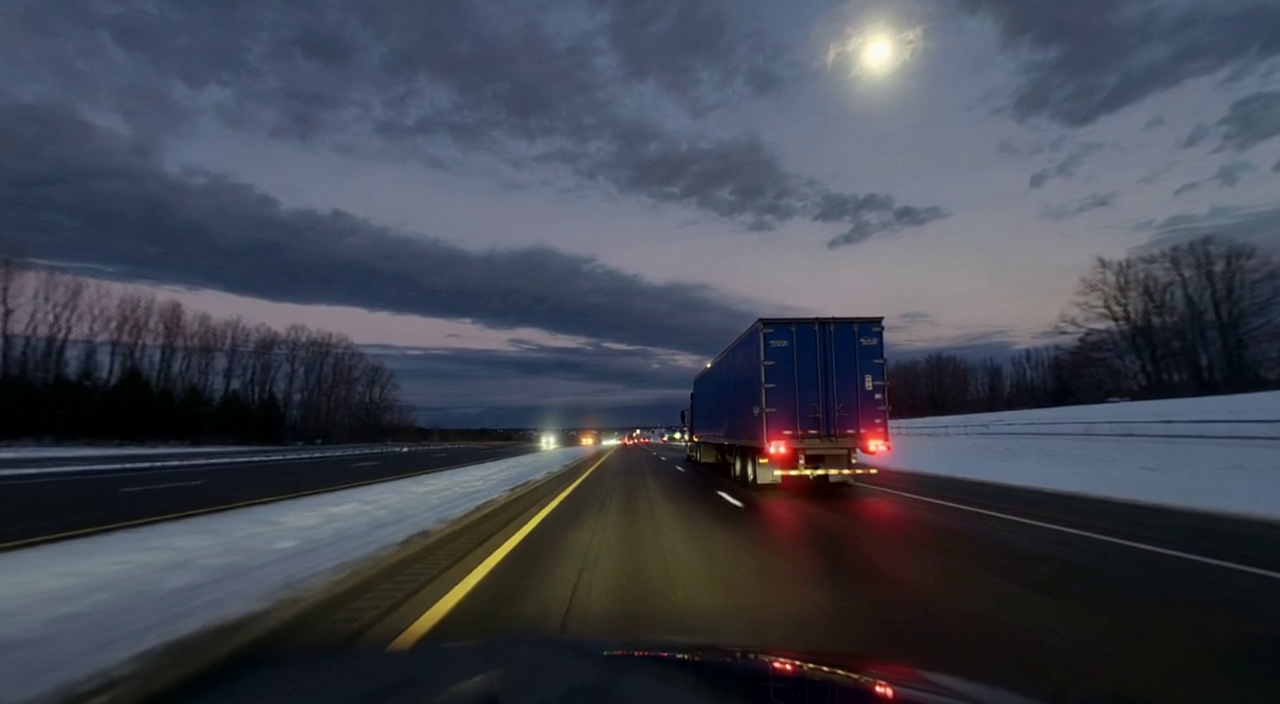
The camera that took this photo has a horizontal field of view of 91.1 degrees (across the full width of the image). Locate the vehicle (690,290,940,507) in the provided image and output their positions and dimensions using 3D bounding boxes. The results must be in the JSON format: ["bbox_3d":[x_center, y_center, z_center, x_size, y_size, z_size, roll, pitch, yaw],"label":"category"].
[{"bbox_3d":[4.067,2.025,20.863,3.203,4.273,17.131,0,-8,-1],"label":"vehicle"}]
